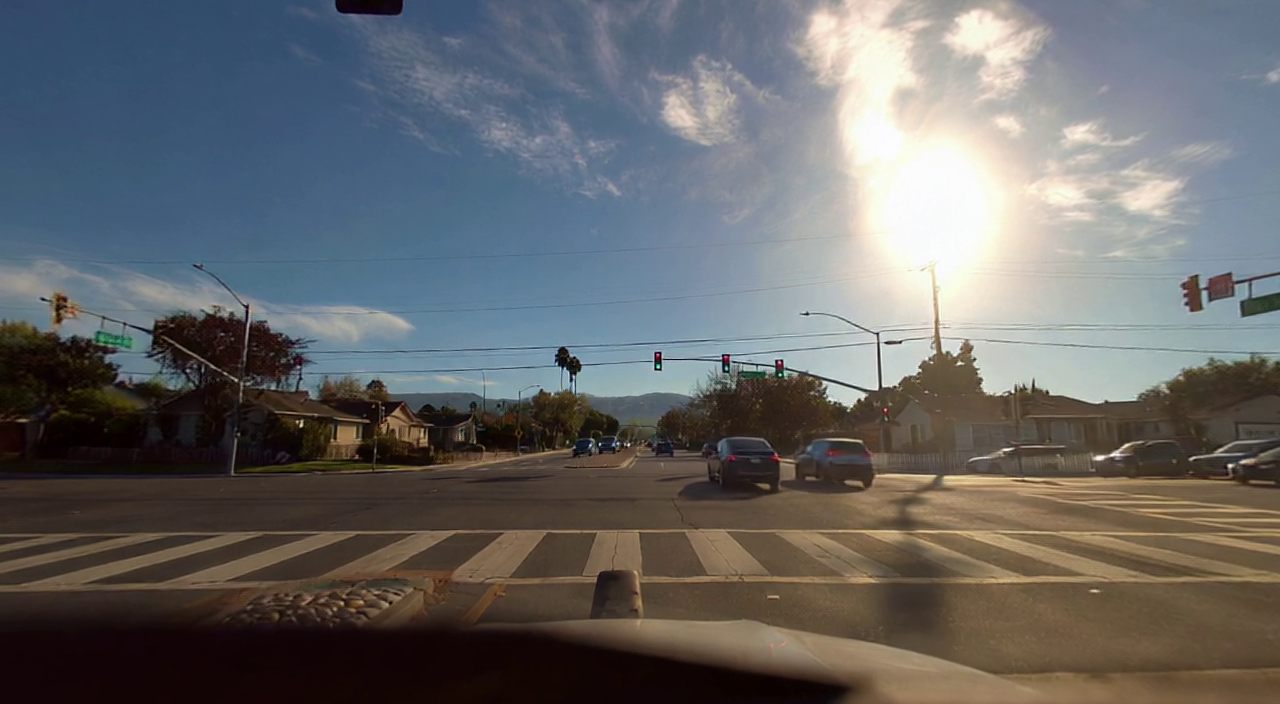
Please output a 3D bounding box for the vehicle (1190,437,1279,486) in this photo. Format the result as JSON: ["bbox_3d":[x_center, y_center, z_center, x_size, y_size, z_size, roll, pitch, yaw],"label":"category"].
[{"bbox_3d":[23.611,4.040,23.479,4.417,1.725,1.969,0,-9,-1],"label":"vehicle"}]

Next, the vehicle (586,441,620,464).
[{"bbox_3d":[-2.423,6.709,42.282,2.045,1.484,3.991,0,-9,0],"label":"vehicle"}]

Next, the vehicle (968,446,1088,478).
[{"bbox_3d":[19.712,5.604,32.251,4.874,1.544,1.779,0,-9,1],"label":"vehicle"}]

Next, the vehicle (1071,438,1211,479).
[{"bbox_3d":[23.476,4.988,29.758,4.807,1.835,2.033,0,-9,-1],"label":"vehicle"}]

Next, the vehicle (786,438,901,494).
[{"bbox_3d":[6.272,3.553,20.097,2.074,1.530,4.565,0,-9,-1],"label":"vehicle"}]

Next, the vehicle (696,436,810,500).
[{"bbox_3d":[2.912,3.126,17.558,2.142,1.506,4.948,0,-9,-1],"label":"vehicle"}]
